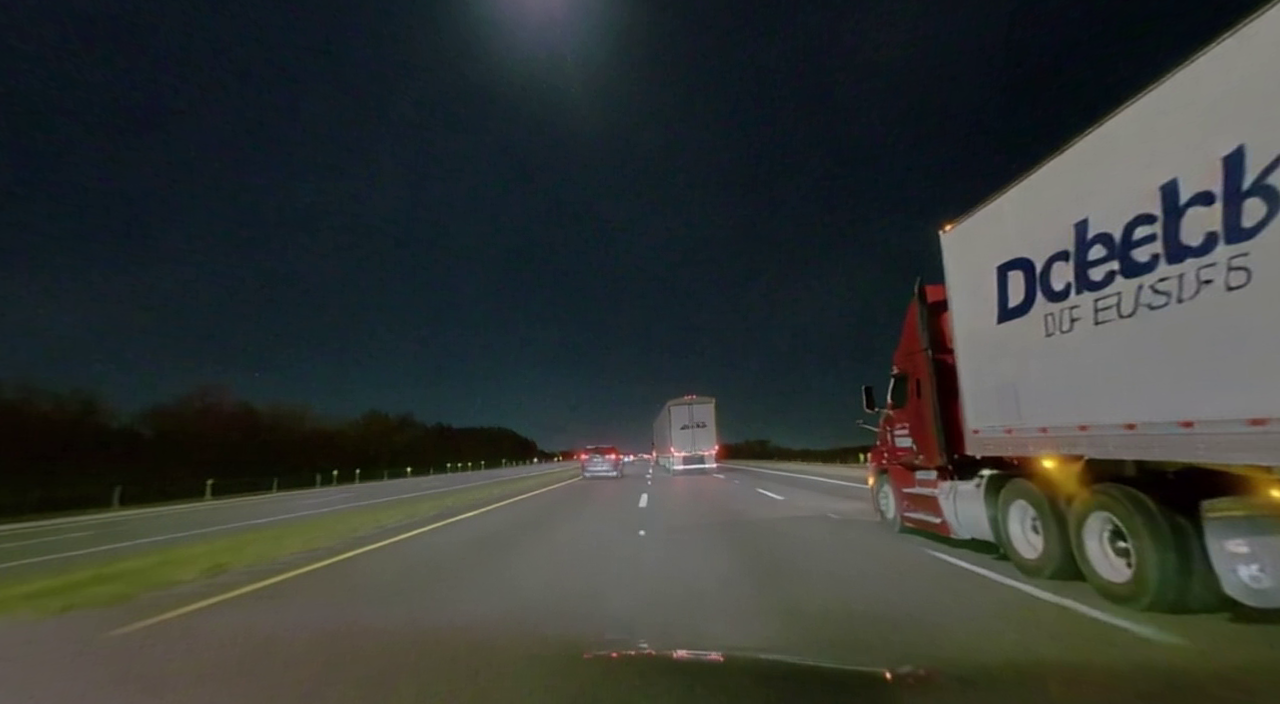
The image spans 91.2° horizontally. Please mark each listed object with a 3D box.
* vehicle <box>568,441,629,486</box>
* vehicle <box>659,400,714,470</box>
[{"bbox_3d":[-1.642,4.623,26.314,2.160,1.691,4.243,-1,-9,1],"label":"vehicle"},{"bbox_3d":[3.035,6.130,45.193,3.167,4.180,14.924,1,-9,2],"label":"vehicle"}]
